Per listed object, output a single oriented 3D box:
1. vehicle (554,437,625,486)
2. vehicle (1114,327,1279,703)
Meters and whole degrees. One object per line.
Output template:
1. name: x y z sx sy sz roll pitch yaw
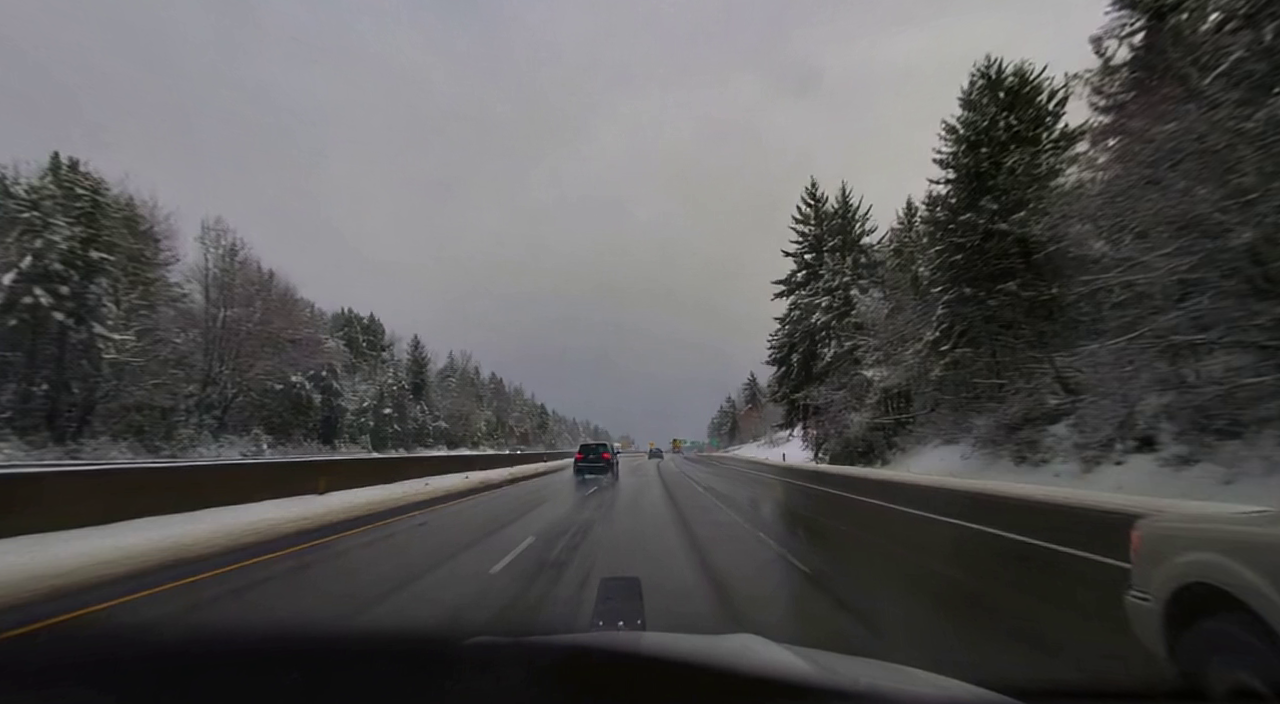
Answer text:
1. vehicle: -1.790 4.135 24.068 2.231 1.652 4.503 0 -9 2
2. vehicle: 3.668 0.557 1.066 2.166 1.756 4.538 0 -9 0
